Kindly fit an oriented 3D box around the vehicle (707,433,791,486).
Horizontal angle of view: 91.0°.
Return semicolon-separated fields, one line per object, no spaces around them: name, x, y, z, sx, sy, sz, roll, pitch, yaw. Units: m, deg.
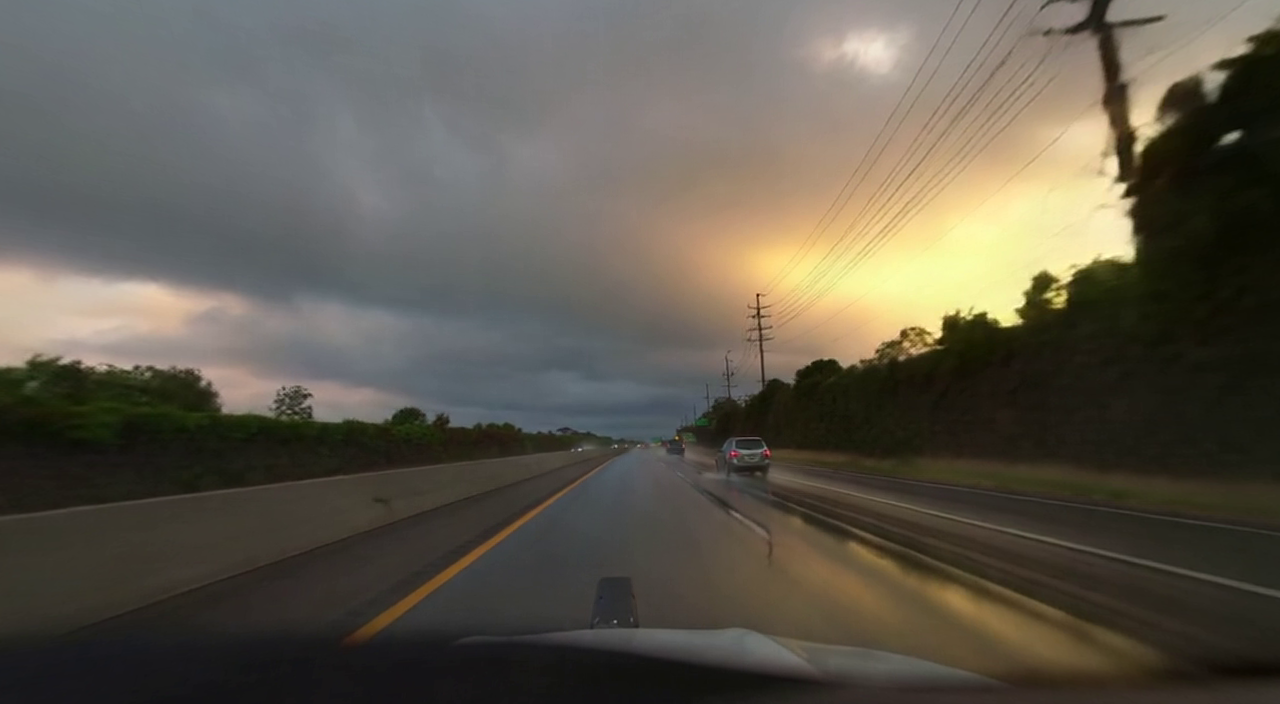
vehicle;3.576;3.597;21.498;1.977;1.581;4.428;0;-8;-1

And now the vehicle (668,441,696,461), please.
vehicle;3.257;7.765;49.508;1.868;1.507;3.833;0;-8;-1
